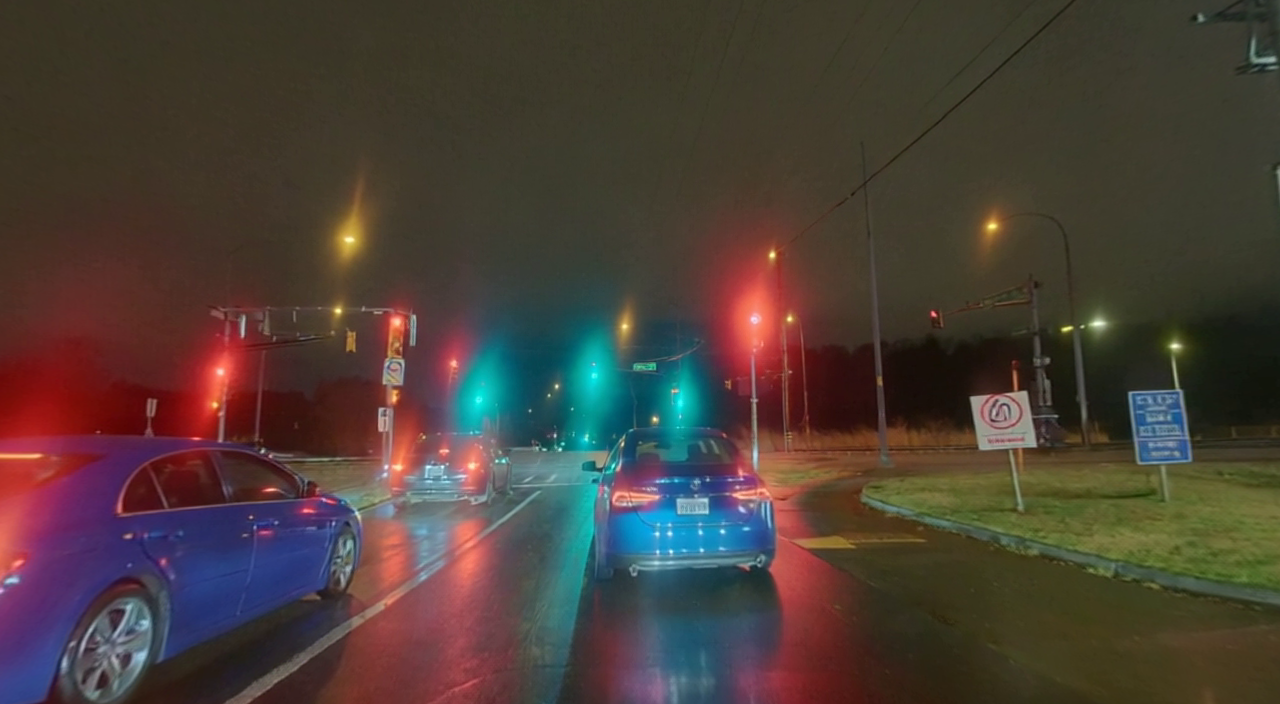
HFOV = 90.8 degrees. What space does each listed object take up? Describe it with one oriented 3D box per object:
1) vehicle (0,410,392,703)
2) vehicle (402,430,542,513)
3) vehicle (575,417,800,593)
[{"bbox_3d":[-3.711,1.277,4.602,1.956,1.468,4.585,0,-8,0],"label":"vehicle"},{"bbox_3d":[-3.369,2.481,13.552,1.984,1.505,3.982,0,-9,-1],"label":"vehicle"},{"bbox_3d":[0.323,1.652,7.653,1.998,1.529,3.960,0,-9,-3],"label":"vehicle"}]
